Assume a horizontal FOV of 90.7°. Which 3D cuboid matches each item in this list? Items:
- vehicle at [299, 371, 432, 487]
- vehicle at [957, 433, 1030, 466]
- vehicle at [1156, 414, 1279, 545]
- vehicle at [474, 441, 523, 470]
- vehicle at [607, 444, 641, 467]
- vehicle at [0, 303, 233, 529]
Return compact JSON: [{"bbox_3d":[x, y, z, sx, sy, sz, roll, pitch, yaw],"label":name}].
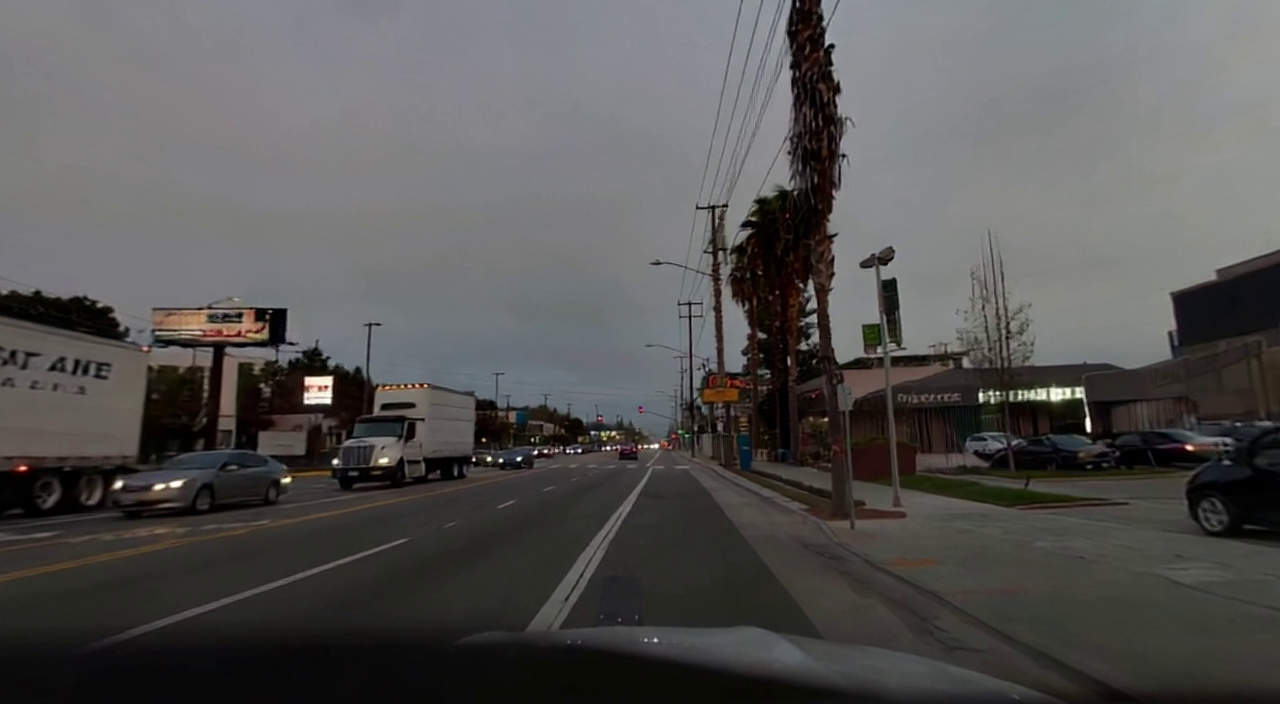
[{"bbox_3d":[-9.861,2.898,23.161,3.027,3.903,3.372,-1,-10,3],"label":"vehicle"},{"bbox_3d":[18.009,4.984,32.403,1.697,1.559,3.647,-1,-9,2],"label":"vehicle"},{"bbox_3d":[8.325,1.367,6.942,1.796,1.490,4.416,-3,-12,5],"label":"vehicle"},{"bbox_3d":[-9.128,6.745,41.137,2.004,1.745,4.445,-1,-9,2],"label":"vehicle"},{"bbox_3d":[-1.085,7.356,44.987,2.040,1.492,5.114,-1,-9,3],"label":"vehicle"},{"bbox_3d":[-13.414,0.836,9.507,2.876,4.151,17.071,-1,-9,2],"label":"vehicle"}]
